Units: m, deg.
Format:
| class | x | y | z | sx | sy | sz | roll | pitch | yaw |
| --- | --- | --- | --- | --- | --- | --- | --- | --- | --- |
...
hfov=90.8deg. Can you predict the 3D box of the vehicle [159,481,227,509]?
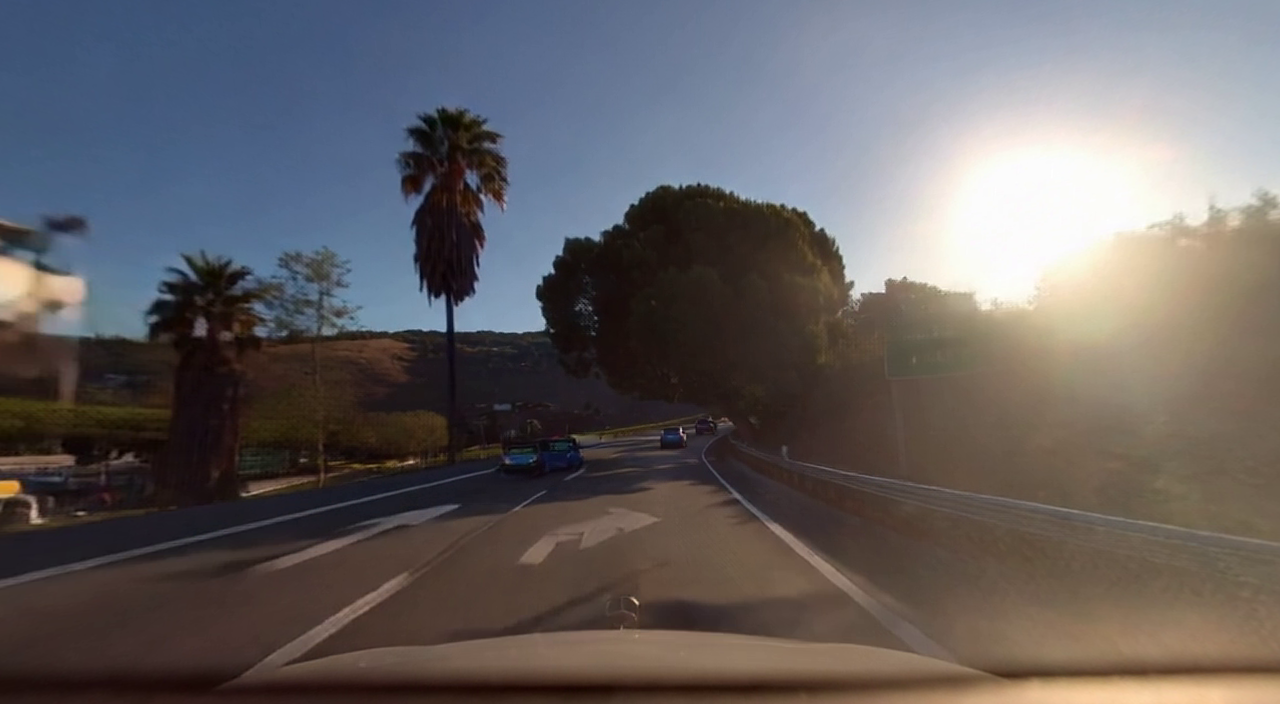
| class | x | y | z | sx | sy | sz | roll | pitch | yaw |
| --- | --- | --- | --- | --- | --- | --- | --- | --- | --- |
| vehicle | -34.282 | 10.981 | 48.579 | 1.996 | 1.752 | 4.503 | 0 | -9 | -2 |
